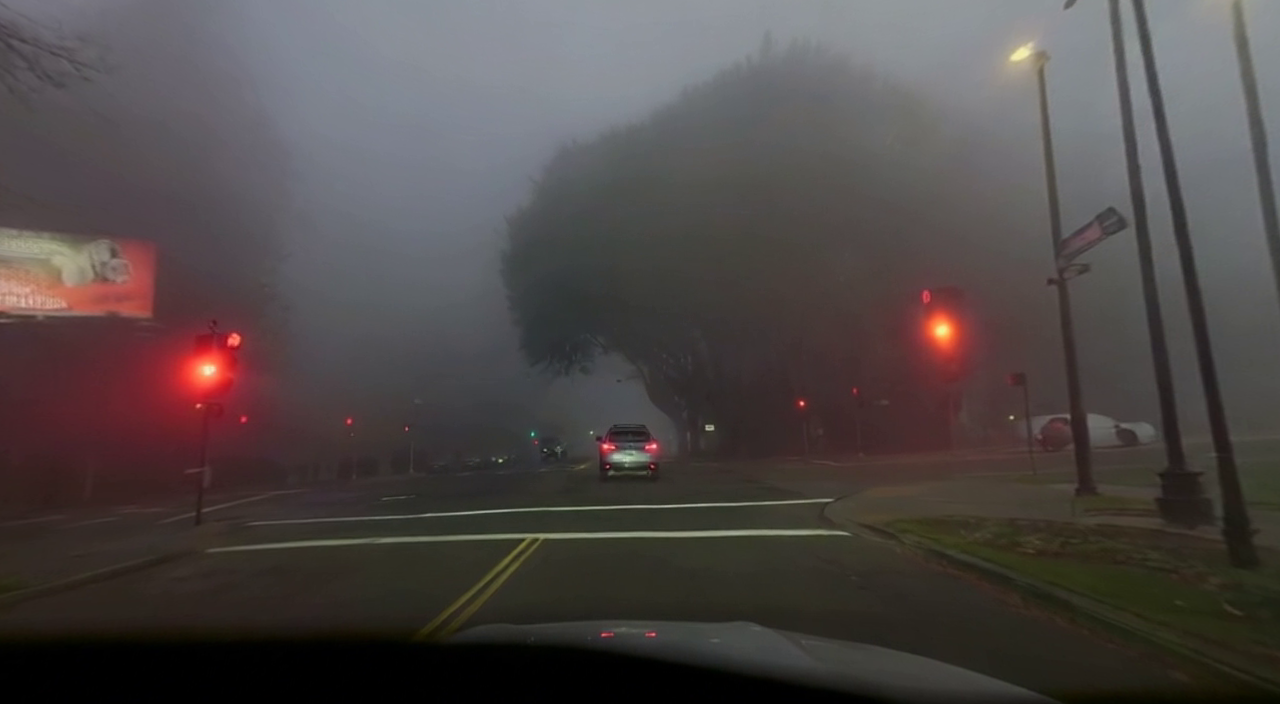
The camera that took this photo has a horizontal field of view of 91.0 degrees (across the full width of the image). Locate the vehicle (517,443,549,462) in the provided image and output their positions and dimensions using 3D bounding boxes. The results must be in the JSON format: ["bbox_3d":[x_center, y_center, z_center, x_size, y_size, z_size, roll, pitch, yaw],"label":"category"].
[{"bbox_3d":[-7.920,7.452,46.868,1.886,1.377,3.932,0,-8,-3],"label":"vehicle"}]

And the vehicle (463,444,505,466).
[{"bbox_3d":[-10.757,7.135,43.777,1.989,1.403,4.331,0,-8,-2],"label":"vehicle"}]

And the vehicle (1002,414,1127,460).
[{"bbox_3d":[15.637,3.134,23.293,3.403,1.602,1.716,0,-8,-6],"label":"vehicle"}]

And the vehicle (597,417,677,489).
[{"bbox_3d":[-0.187,3.000,18.905,2.142,1.904,3.816,0,-8,-3],"label":"vehicle"}]
